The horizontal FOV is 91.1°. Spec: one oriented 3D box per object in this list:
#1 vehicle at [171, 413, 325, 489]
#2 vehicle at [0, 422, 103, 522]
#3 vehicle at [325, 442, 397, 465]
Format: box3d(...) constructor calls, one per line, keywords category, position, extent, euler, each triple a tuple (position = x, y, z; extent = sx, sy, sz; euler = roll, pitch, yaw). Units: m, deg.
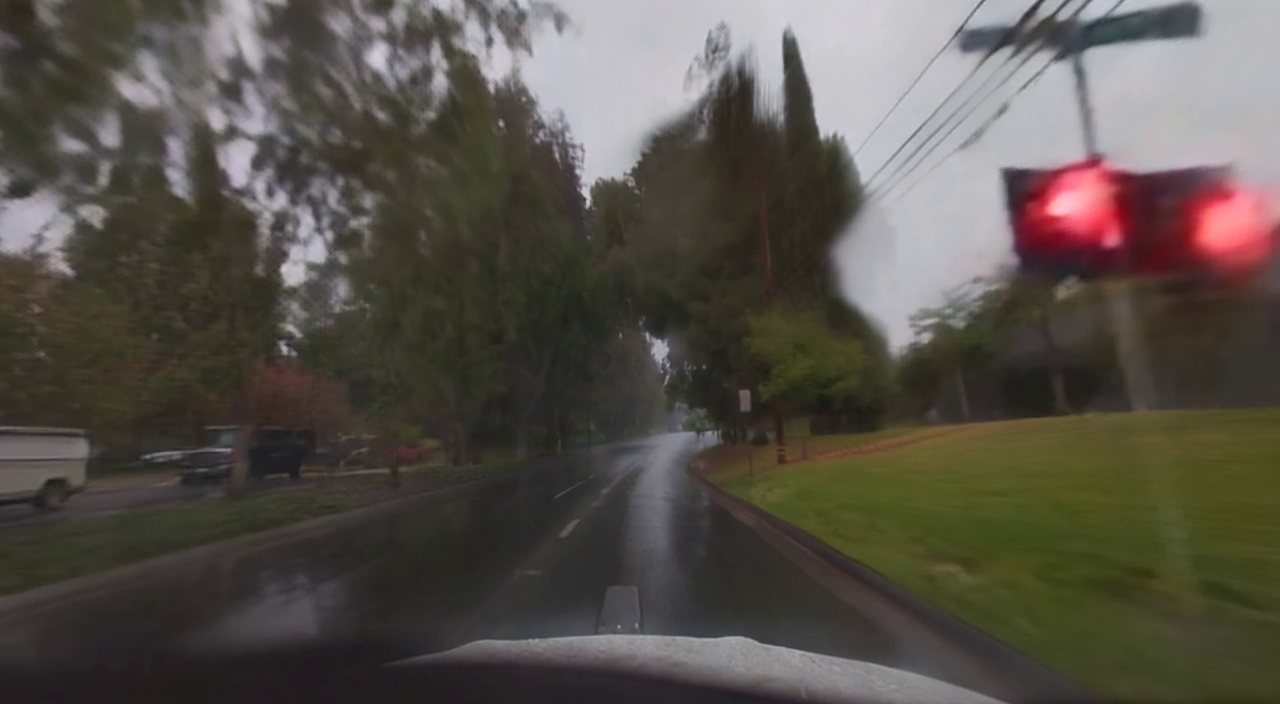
box3d(category="vehicle", position=(-18.443, 4.674, 30.257), extent=(2.739, 3.171, 7.030), euler=(-1, -8, 1))
box3d(category="vehicle", position=(-18.105, 3.195, 16.645), extent=(2.327, 2.595, 6.045), euler=(-1, -9, 0))
box3d(category="vehicle", position=(-19.312, 7.016, 43.554), extent=(4.187, 1.510, 1.857), euler=(6, -11, -39))
